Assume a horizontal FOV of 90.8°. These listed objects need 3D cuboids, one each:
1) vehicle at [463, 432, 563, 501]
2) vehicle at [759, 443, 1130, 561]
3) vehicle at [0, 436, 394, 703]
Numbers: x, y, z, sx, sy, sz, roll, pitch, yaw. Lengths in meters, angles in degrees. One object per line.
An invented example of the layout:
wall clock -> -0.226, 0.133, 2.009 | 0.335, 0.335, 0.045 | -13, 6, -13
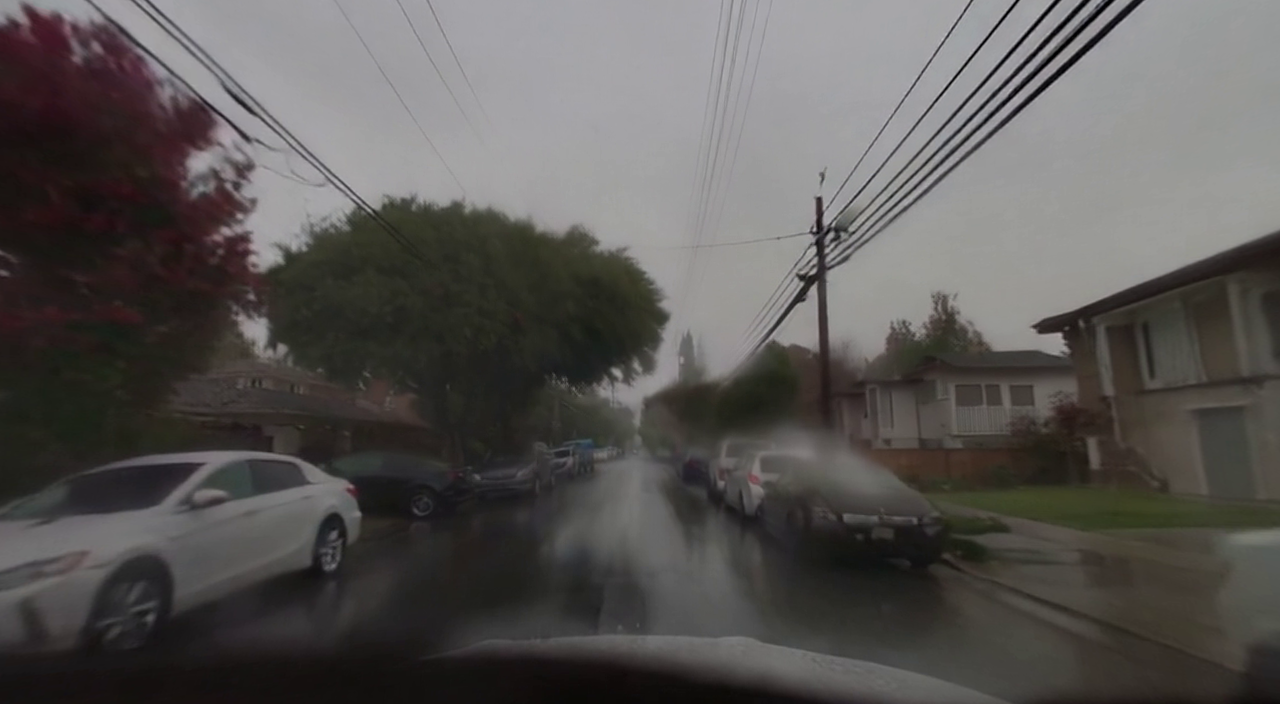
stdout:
vehicle -> -4.031, 3.720, 21.063 | 2.280, 1.953, 5.092 | 0, -8, 0
vehicle -> 4.212, 2.104, 9.301 | 4.471, 1.493, 1.886 | 0, -8, -2
vehicle -> -4.163, 1.576, 5.719 | 1.988, 1.541, 4.686 | 0, -8, 0
